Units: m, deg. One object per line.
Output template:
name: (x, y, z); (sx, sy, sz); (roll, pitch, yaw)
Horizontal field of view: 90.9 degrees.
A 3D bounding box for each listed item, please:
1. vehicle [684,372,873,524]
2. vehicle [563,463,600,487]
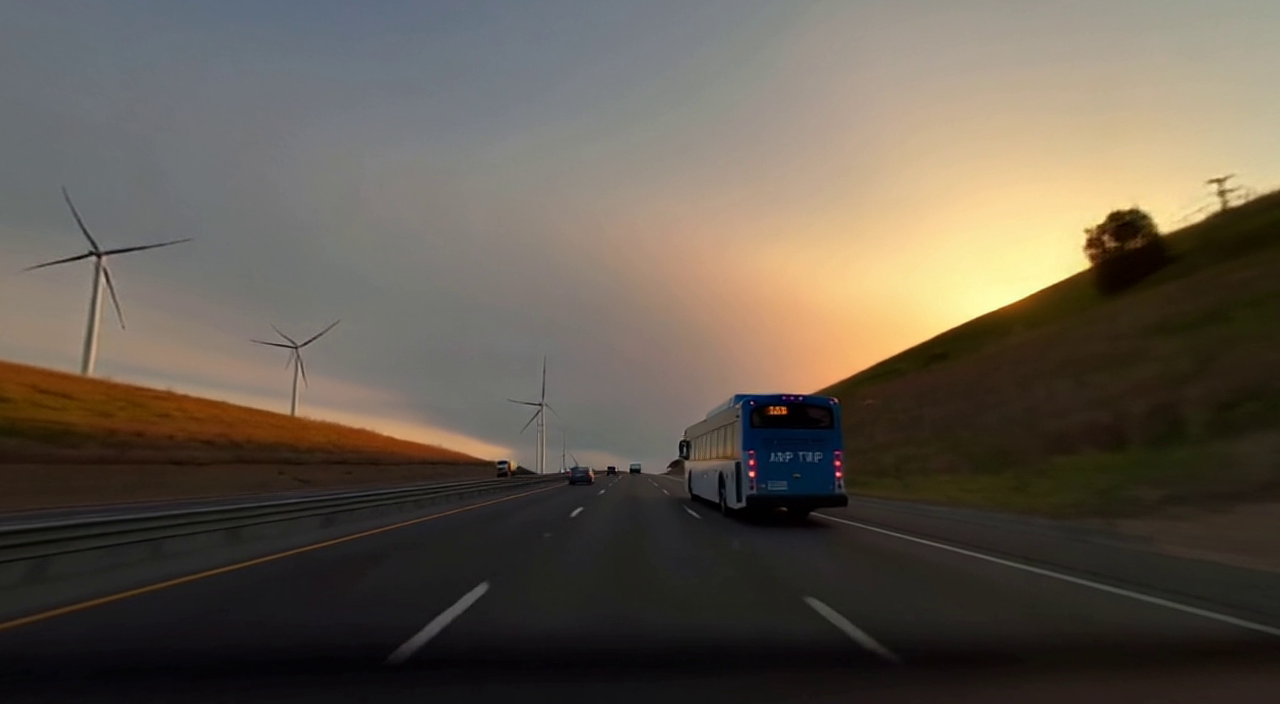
vehicle: (3.785, 3.591, 22.256); (2.941, 3.574, 14.463); (1, -10, -2)
vehicle: (-4.035, 8.633, 44.251); (2.213, 1.568, 4.274); (1, -10, -1)
